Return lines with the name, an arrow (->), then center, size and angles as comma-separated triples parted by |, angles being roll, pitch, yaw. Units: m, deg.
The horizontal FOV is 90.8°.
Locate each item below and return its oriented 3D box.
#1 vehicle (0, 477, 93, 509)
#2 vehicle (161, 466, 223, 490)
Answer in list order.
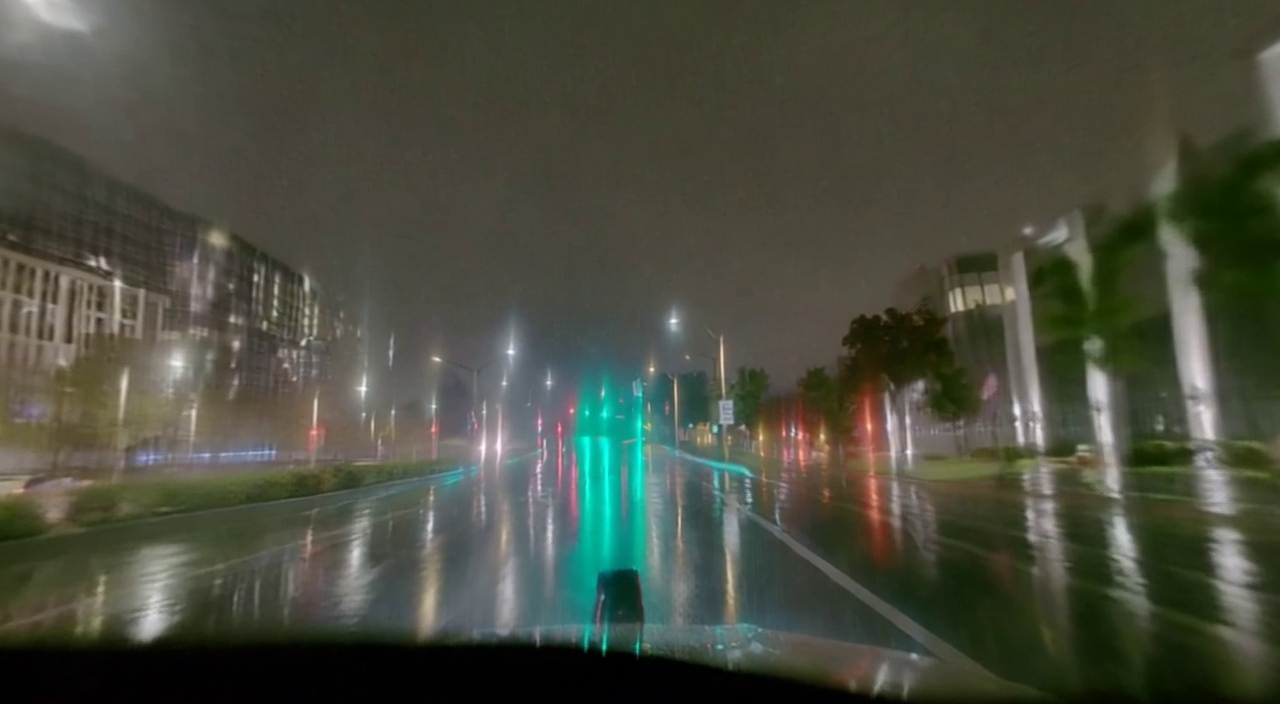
vehicle -> -32.869, 7.696, 34.791 | 1.743, 1.435, 4.183 | 0, -9, -1
vehicle -> -32.966, 9.274, 46.628 | 1.794, 1.427, 3.715 | 3, -8, 0
